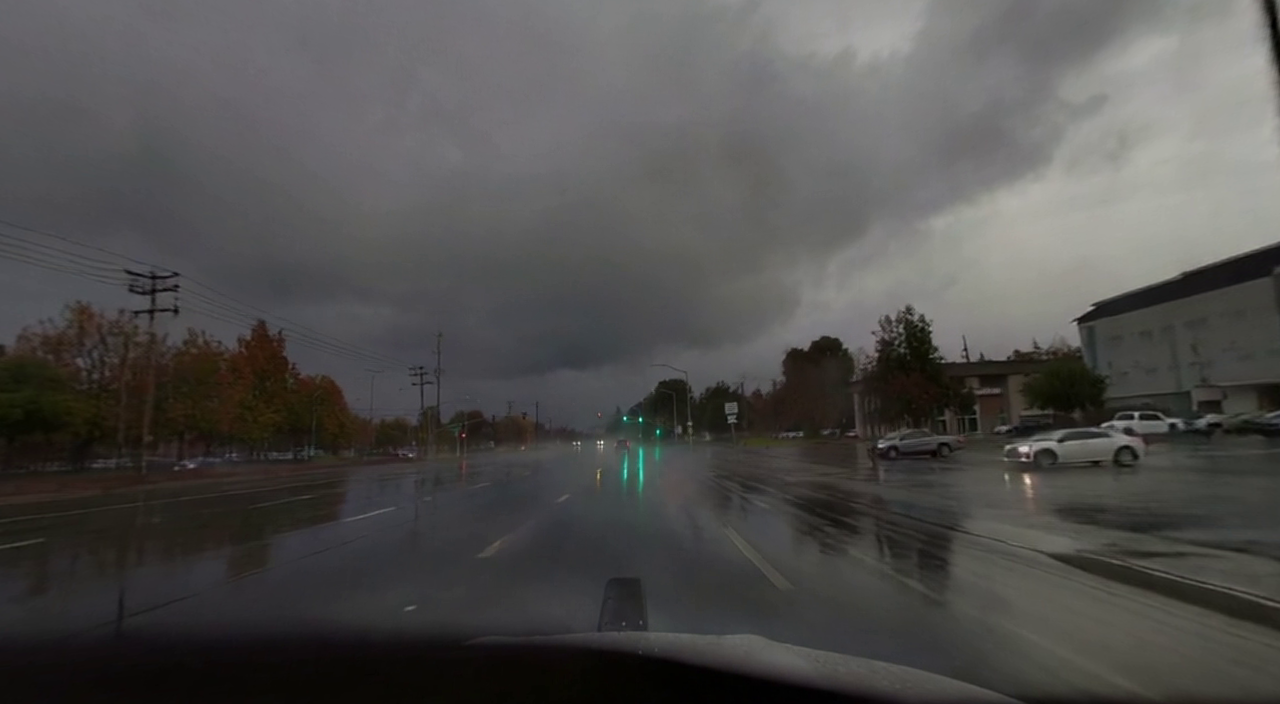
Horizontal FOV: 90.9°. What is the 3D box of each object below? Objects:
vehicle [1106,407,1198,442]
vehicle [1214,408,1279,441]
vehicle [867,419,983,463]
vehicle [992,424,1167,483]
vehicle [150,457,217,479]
[{"bbox_3d":[30.896,4.421,38.019,5.675,1.978,2.229,4,-10,-30],"label":"vehicle"},{"bbox_3d":[33.529,3.974,34.222,4.287,1.622,2.088,4,-10,-28],"label":"vehicle"},{"bbox_3d":[14.134,4.446,31.499,4.702,1.853,2.069,-4,-8,2],"label":"vehicle"},{"bbox_3d":[14.642,3.375,21.225,4.388,1.446,1.808,-6,-7,2],"label":"vehicle"},{"bbox_3d":[-35.716,9.058,49.496,1.917,1.479,4.462,0,-8,0],"label":"vehicle"}]
